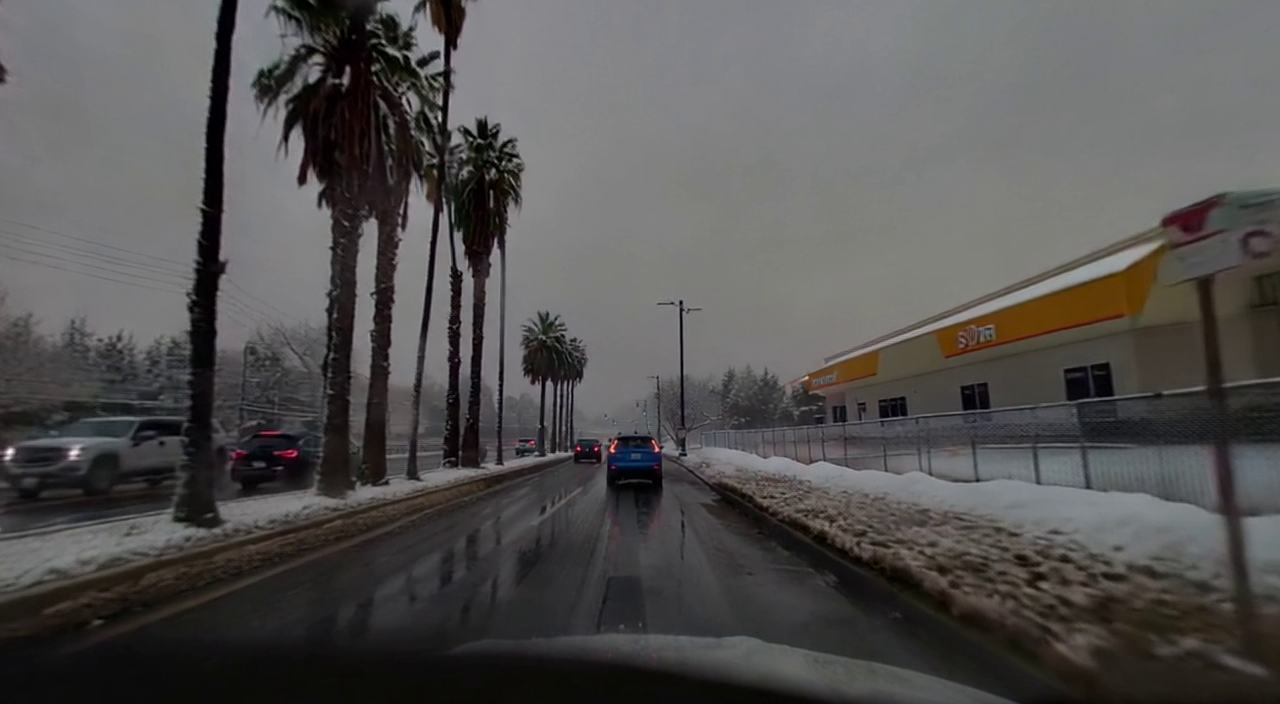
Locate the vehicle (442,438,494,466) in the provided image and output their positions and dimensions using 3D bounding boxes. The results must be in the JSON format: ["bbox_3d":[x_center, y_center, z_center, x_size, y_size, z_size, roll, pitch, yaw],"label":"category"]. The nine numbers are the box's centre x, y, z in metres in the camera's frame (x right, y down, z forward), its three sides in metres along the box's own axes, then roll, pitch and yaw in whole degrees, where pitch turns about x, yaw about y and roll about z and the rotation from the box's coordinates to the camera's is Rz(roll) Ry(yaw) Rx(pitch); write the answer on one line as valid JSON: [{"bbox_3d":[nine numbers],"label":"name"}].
[{"bbox_3d":[-11.136,6.508,41.055,1.998,1.731,4.952,0,-9,0],"label":"vehicle"}]

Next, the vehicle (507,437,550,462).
[{"bbox_3d":[-7.478,6.574,42.476,2.099,1.608,4.420,0,-9,0],"label":"vehicle"}]

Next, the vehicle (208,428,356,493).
[{"bbox_3d":[-10.724,3.267,19.265,1.965,1.743,4.327,0,-9,0],"label":"vehicle"}]

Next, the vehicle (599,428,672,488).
[{"bbox_3d":[-0.102,3.371,20.201,2.121,1.710,3.893,0,-9,1],"label":"vehicle"}]

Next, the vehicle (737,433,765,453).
[{"bbox_3d":[7.979,6.583,45.341,1.837,1.416,3.947,-1,-9,9],"label":"vehicle"}]

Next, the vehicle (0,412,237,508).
[{"bbox_3d":[-15.404,3.119,18.649,2.726,2.339,6.253,0,-9,-1],"label":"vehicle"}]
